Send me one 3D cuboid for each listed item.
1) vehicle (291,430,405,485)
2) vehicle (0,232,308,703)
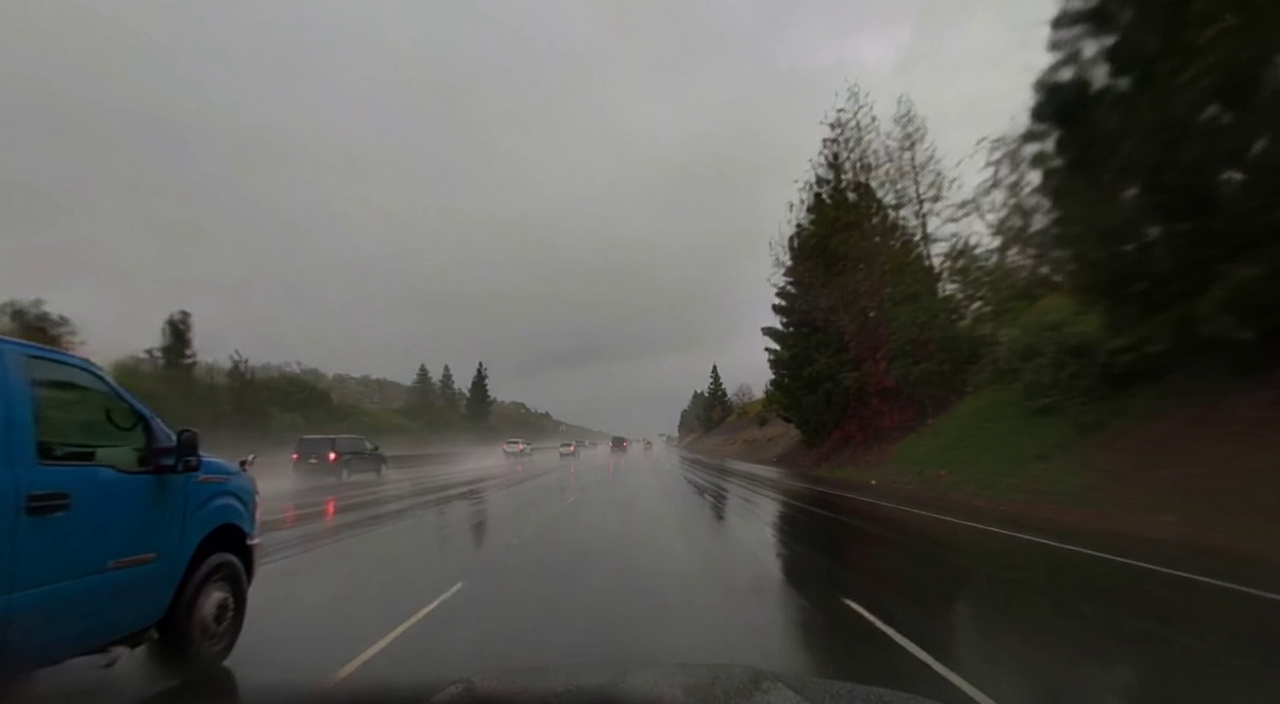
[{"bbox_3d":[-10.994,4.017,24.303,2.012,1.875,4.895,0,-8,0],"label":"vehicle"},{"bbox_3d":[-3.473,0.468,1.004,2.483,2.100,6.208,0,-8,0],"label":"vehicle"}]
